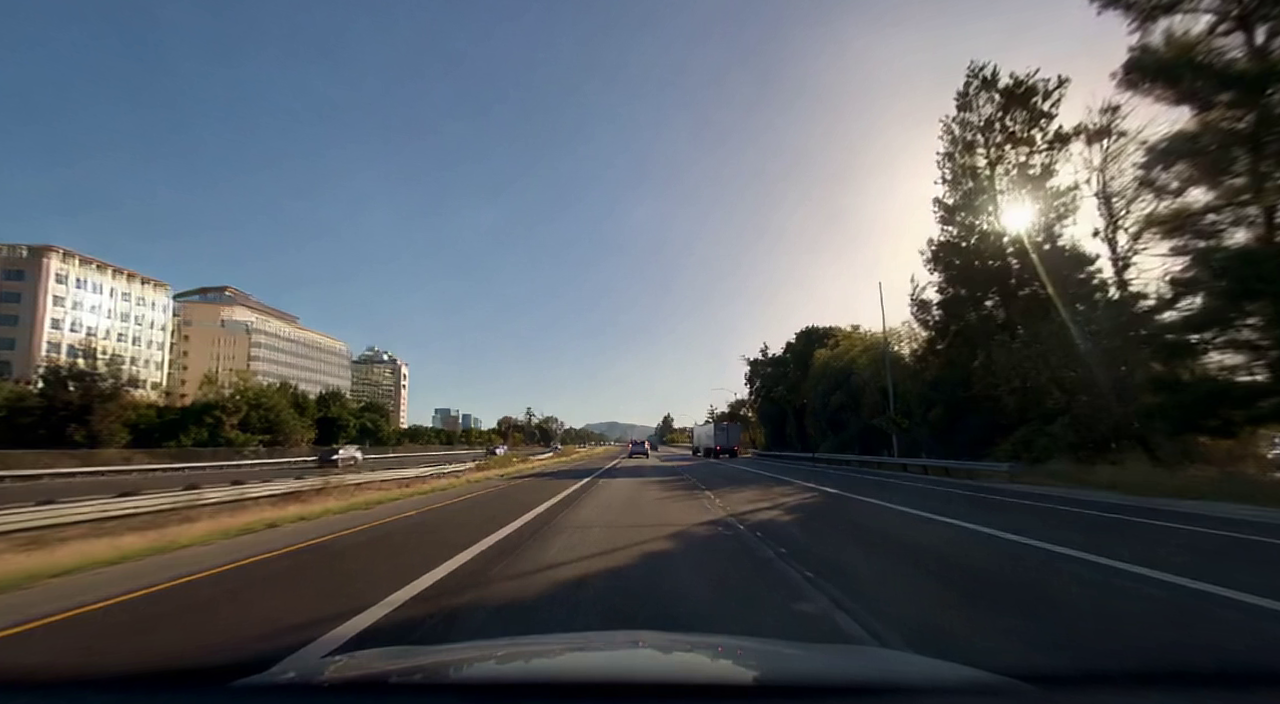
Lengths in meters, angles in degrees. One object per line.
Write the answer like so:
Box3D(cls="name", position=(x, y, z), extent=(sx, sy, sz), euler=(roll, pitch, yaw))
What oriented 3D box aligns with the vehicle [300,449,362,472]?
Box3D(cls="vehicle", position=(-21.666, 7.576, 44.447), extent=(1.911, 1.464, 4.716), euler=(0, -8, 1))
